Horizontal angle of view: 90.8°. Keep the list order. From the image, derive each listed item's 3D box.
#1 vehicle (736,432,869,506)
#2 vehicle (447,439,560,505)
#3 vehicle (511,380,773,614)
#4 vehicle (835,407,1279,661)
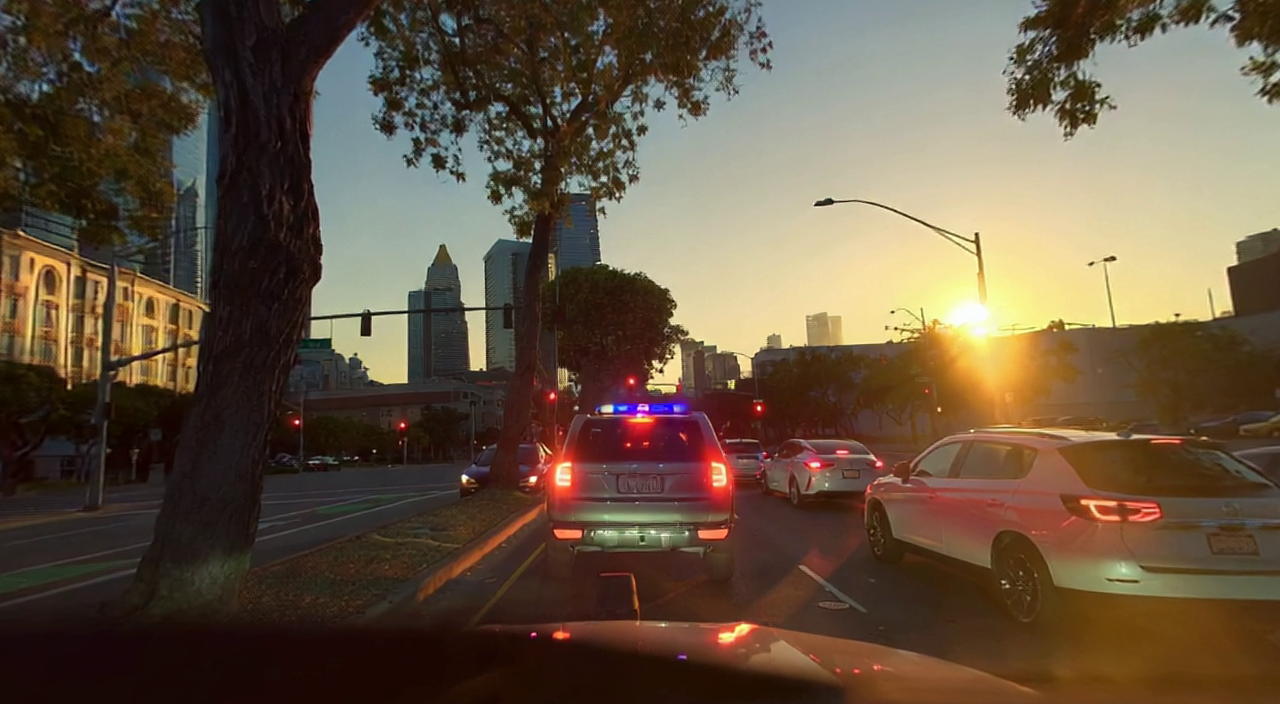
[{"bbox_3d":[3.646,2.706,15.054,1.940,1.474,4.234,0,-8,-1],"label":"vehicle"},{"bbox_3d":[-3.305,2.987,16.214,1.913,1.464,4.276,0,-8,0],"label":"vehicle"},{"bbox_3d":[-0.033,1.456,7.270,2.038,1.819,4.505,0,-8,-1],"label":"vehicle"},{"bbox_3d":[3.643,1.408,6.068,1.995,1.483,4.533,0,-8,-1],"label":"vehicle"}]
